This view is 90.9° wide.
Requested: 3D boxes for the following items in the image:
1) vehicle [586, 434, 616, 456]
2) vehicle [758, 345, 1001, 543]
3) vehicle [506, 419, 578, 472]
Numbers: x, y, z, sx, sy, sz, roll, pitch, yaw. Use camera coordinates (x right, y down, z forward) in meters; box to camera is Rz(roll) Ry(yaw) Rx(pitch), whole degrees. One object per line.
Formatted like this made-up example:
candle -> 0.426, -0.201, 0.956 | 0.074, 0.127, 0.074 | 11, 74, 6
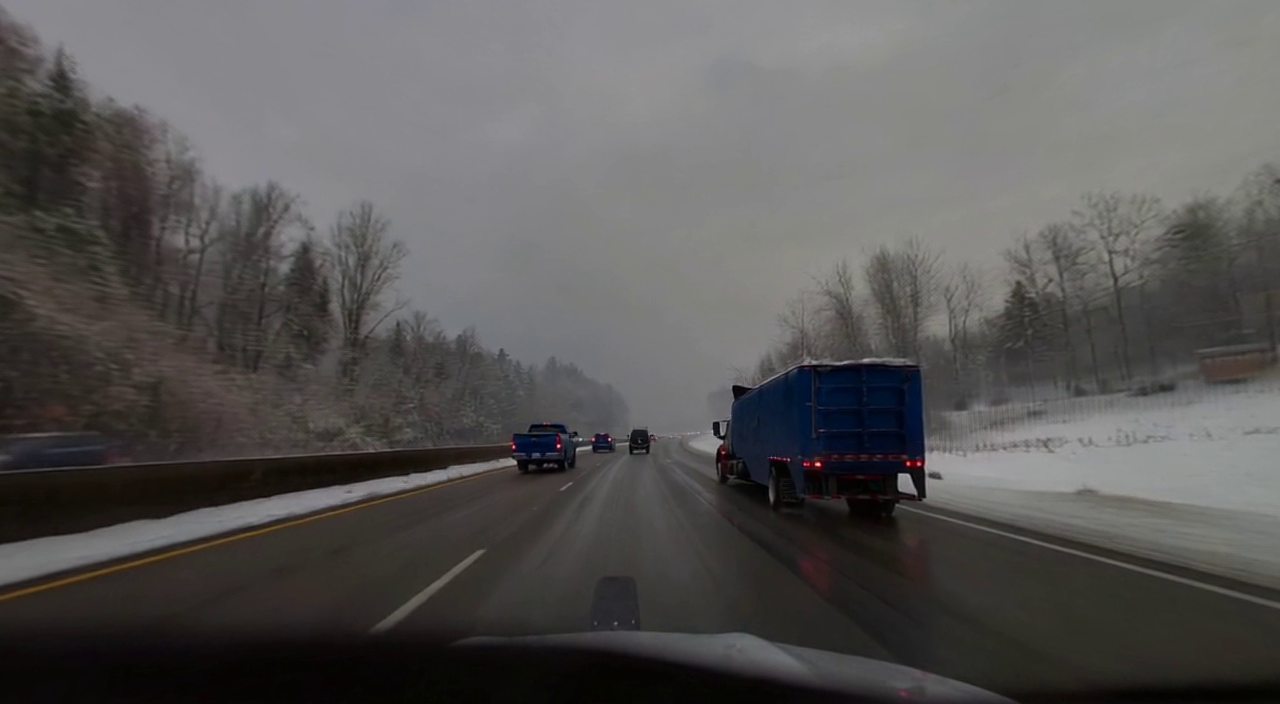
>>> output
vehicle -> -2.944, 7.127, 48.267 | 2.008, 1.588, 4.147 | 0, -8, 1
vehicle -> 3.500, 1.454, 10.298 | 2.256, 2.568, 4.049 | 0, -8, -1
vehicle -> -3.889, 3.819, 25.975 | 2.204, 1.991, 4.720 | 0, -8, 0
